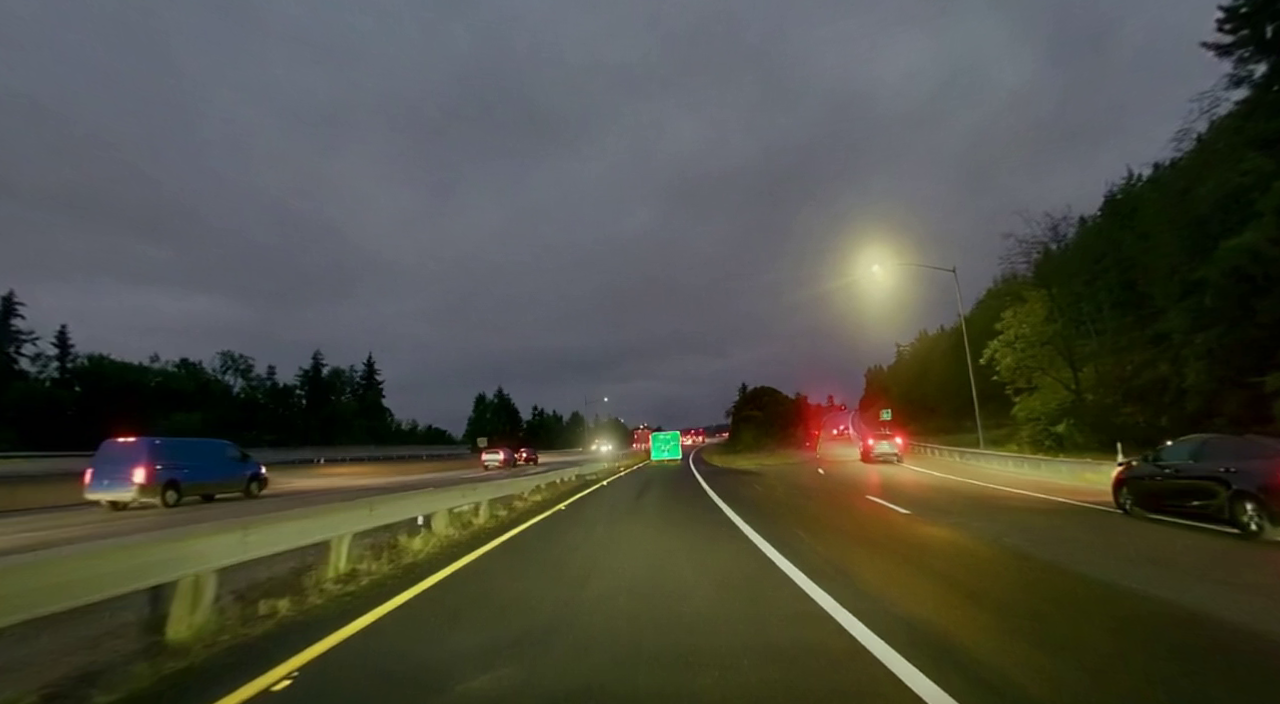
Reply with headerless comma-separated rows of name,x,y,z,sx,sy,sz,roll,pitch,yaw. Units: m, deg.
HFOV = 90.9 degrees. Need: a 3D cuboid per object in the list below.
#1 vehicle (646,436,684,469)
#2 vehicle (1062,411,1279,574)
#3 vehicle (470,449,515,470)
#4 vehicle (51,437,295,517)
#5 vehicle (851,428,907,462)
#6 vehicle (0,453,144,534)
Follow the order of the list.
vehicle,1.445,5.848,36.927,2.043,1.821,4.558,-1,-8,2
vehicle,7.818,1.662,8.051,2.098,1.654,4.637,-2,-8,8
vehicle,-11.428,8.345,49.242,2.081,1.539,4.573,-1,-8,5
vehicle,-13.469,3.605,19.031,2.298,1.964,6.364,-1,-8,3
vehicle,13.715,5.355,36.494,2.167,1.798,4.838,-2,-8,11
vehicle,-13.881,3.035,13.857,2.747,1.505,3.932,0,-8,0
